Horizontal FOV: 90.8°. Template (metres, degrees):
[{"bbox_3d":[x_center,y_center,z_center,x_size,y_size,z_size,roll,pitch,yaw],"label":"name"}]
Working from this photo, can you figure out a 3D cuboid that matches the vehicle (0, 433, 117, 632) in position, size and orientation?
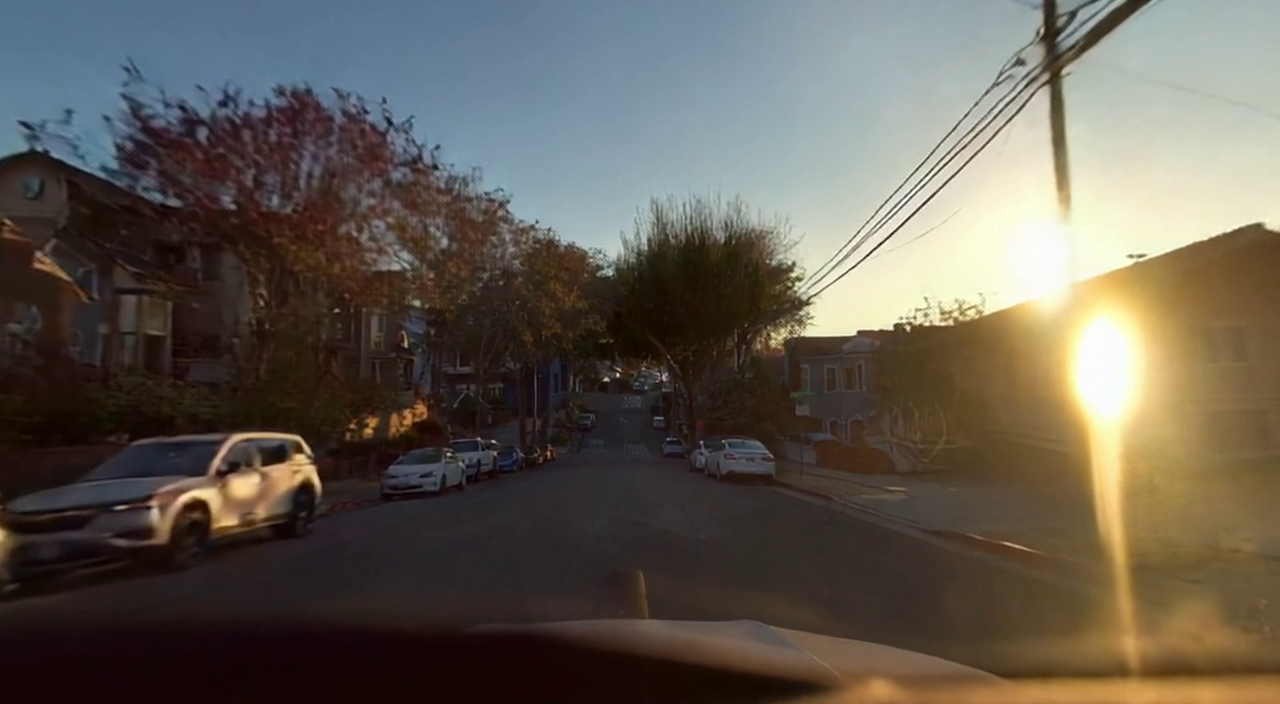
[{"bbox_3d":[-5.784,1.180,3.510,1.998,1.485,4.476,0,-8,-2],"label":"vehicle"}]

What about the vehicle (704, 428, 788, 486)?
[{"bbox_3d":[3.466,3.548,21.551,1.952,1.738,4.518,0,-8,-1],"label":"vehicle"}]

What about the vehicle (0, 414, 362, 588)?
[{"bbox_3d":[-5.753,1.802,8.530,1.958,1.682,4.536,0,-8,-1],"label":"vehicle"}]

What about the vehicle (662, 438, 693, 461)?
[{"bbox_3d":[2.795,7.396,48.102,1.966,1.620,4.187,0,-8,-3],"label":"vehicle"}]

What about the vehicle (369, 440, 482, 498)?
[{"bbox_3d":[-6.073,3.341,18.442,2.003,1.489,4.051,0,-8,-2],"label":"vehicle"}]
